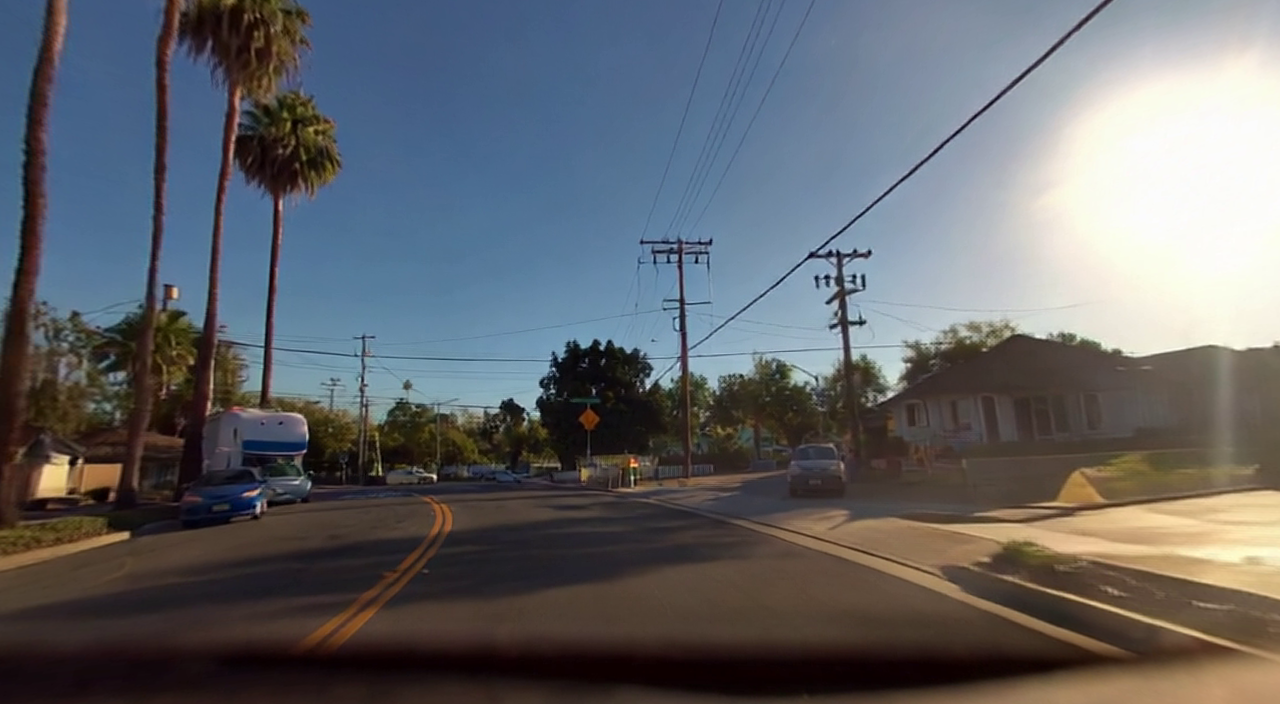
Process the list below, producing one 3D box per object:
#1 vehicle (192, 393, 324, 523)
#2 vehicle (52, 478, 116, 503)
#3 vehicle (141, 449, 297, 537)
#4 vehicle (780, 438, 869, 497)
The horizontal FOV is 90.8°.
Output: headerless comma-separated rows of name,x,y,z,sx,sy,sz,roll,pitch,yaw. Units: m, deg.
vehicle,-14.391,3.769,24.008,3.216,3.720,11.364,4,-8,-31
vehicle,-39.936,9.930,45.355,3.837,1.431,1.754,-3,-7,20
vehicle,-9.912,3.241,15.368,2.103,1.599,4.865,3,-8,-22
vehicle,6.858,4.269,24.244,2.508,1.887,5.930,-1,-7,9
